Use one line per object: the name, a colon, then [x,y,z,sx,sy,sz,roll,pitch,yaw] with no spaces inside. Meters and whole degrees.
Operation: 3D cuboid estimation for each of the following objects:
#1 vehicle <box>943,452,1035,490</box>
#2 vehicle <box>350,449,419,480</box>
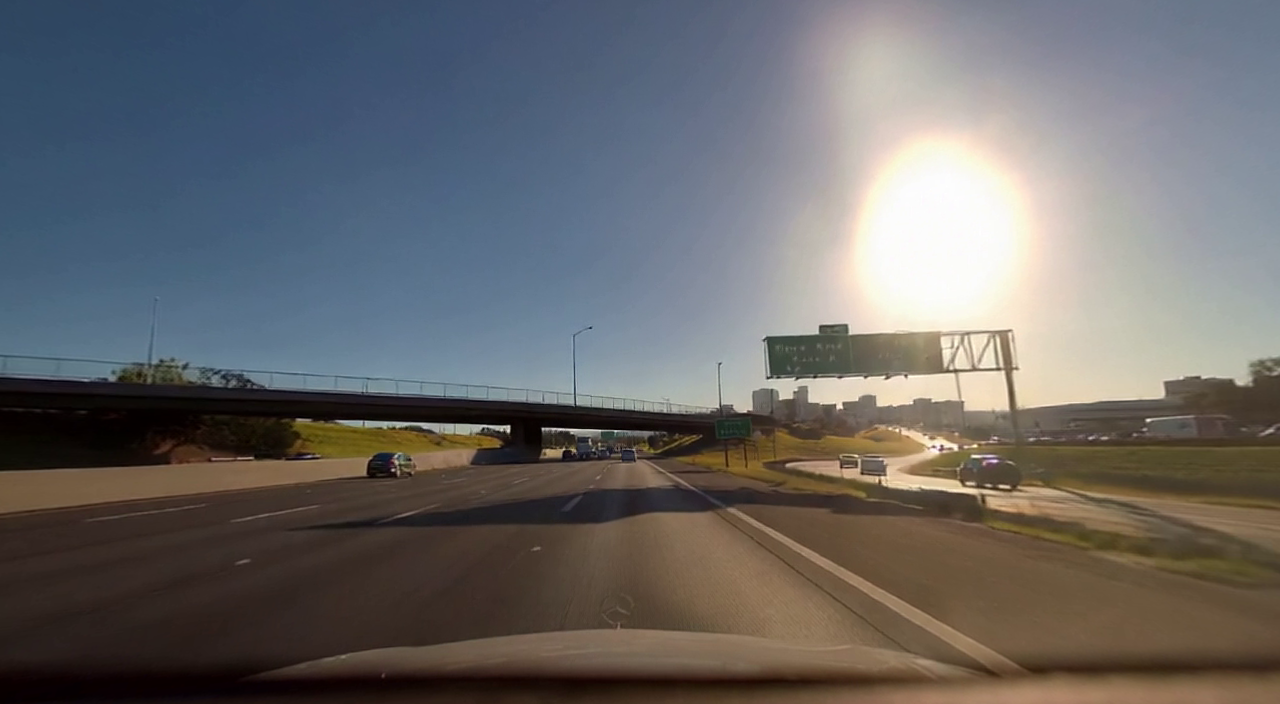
vehicle: [18.181,6.196,33.285,2.172,1.778,5.085,0,-9,4]
vehicle: [-14.275,6.304,35.621,2.057,1.619,4.443,0,-9,0]
